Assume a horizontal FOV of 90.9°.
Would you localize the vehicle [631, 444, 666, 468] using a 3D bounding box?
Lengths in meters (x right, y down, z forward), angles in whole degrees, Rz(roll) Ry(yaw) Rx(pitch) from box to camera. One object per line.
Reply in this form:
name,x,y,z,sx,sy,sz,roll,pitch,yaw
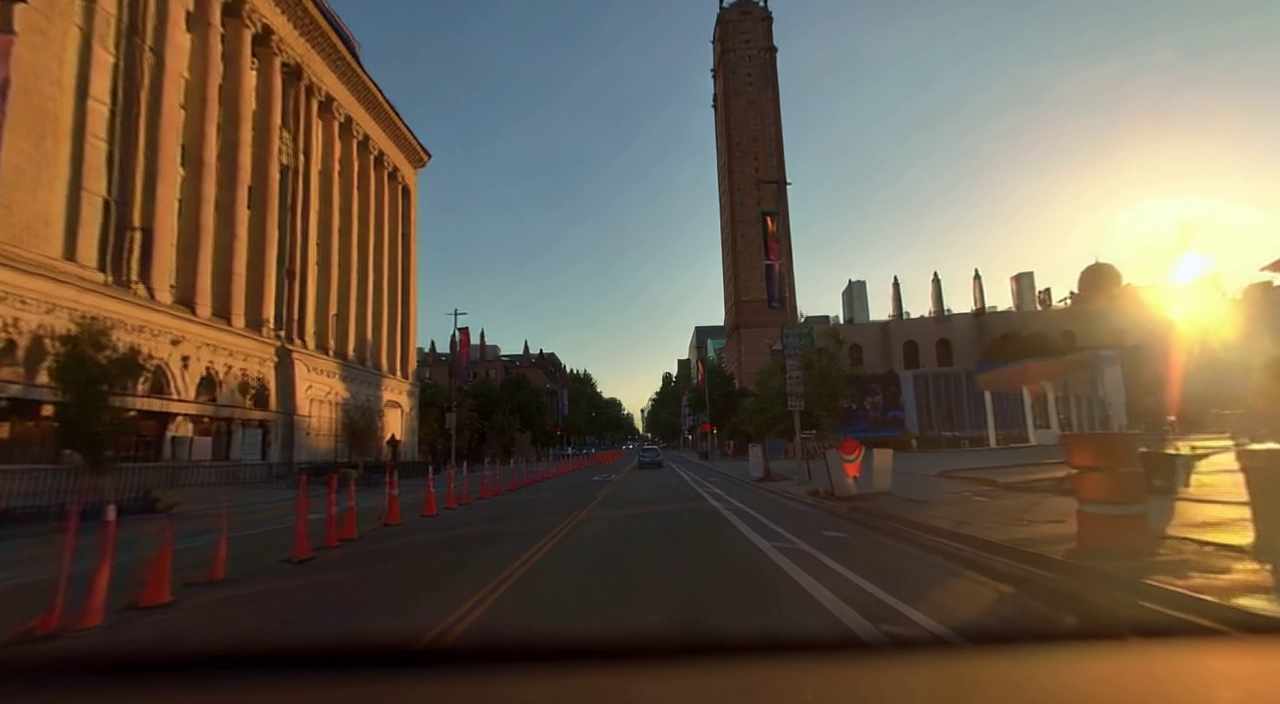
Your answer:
vehicle,0.555,7.040,42.781,2.216,1.492,4.725,0,-8,1
